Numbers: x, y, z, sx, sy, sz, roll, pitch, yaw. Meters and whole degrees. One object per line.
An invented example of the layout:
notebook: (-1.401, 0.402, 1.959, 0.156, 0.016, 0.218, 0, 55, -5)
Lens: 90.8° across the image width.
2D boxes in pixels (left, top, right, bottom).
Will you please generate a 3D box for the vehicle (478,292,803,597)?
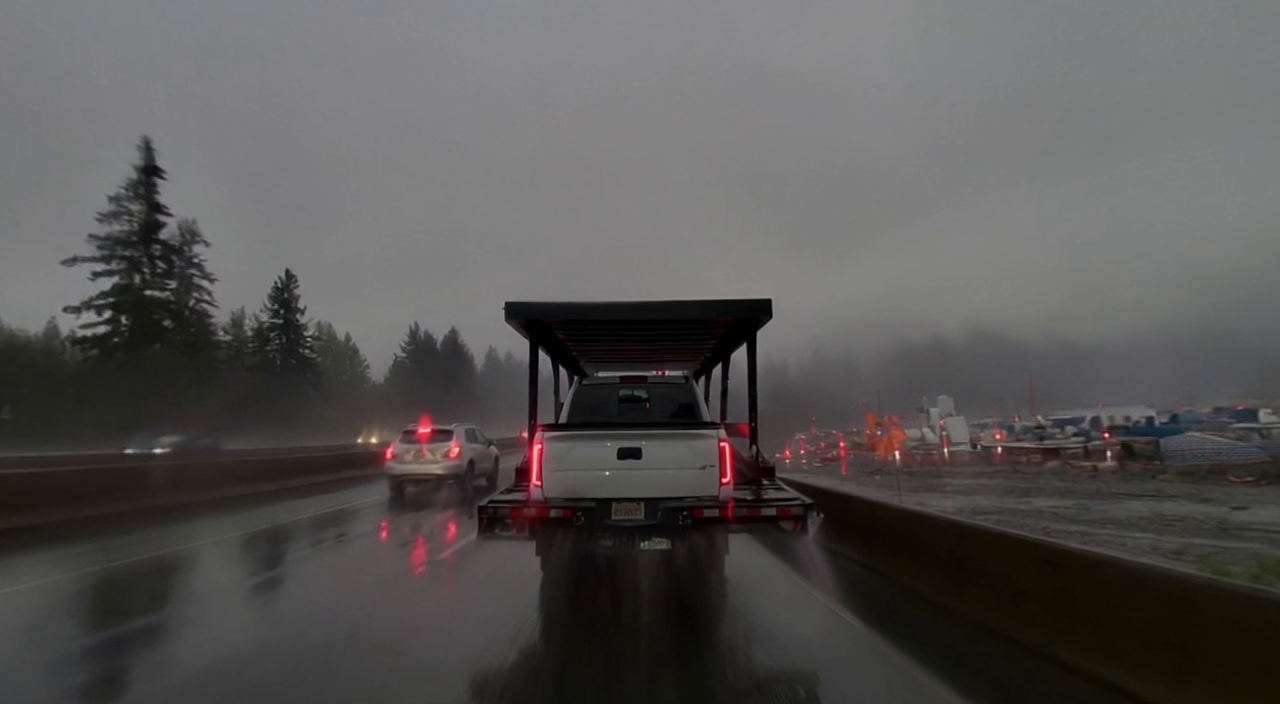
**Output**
vehicle: (-0.179, 1.534, 10.647, 2.735, 2.597, 10.435, 0, -9, -2)

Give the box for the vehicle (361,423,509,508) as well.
vehicle: (-4.534, 2.592, 14.839, 2.057, 1.665, 4.572, 0, -9, -2)

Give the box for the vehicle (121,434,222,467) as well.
vehicle: (-22.594, 4.754, 30.665, 1.826, 1.485, 4.128, 0, -9, -2)

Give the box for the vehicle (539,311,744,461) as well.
vehicle: (-0.066, 0.698, 9.063, 2.156, 1.604, 4.680, 0, -9, -2)
